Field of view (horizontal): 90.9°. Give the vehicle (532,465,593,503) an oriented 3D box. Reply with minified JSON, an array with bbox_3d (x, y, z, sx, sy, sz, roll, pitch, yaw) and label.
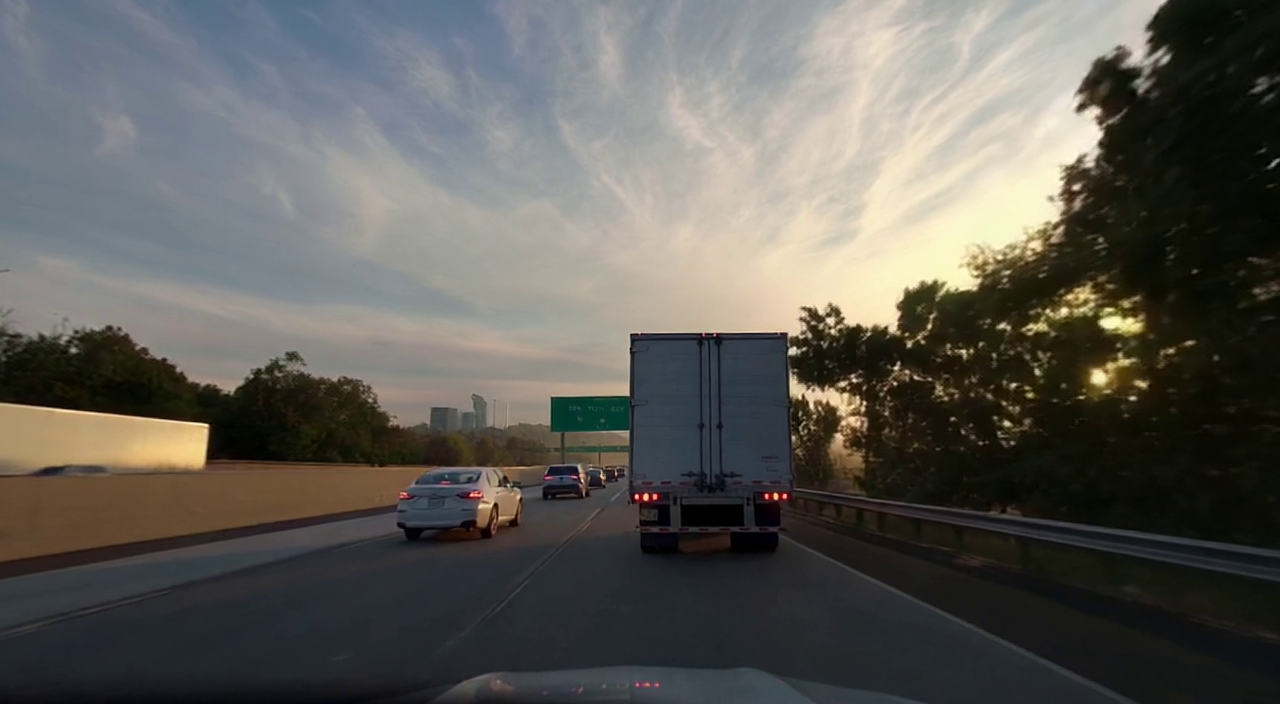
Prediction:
[{"bbox_3d":[-3.319,5.789,27.861,1.964,1.482,4.371,0,-11,2],"label":"vehicle"}]

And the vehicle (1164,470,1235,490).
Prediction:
[{"bbox_3d":[43.691,9.973,49.231,3.974,1.485,1.709,1,-11,-4],"label":"vehicle"}]

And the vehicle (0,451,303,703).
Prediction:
[{"bbox_3d":[-4.237,1.273,3.586,2.043,1.391,4.515,0,-11,1],"label":"vehicle"}]

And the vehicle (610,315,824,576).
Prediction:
[{"bbox_3d":[1.171,2.011,12.934,2.831,3.529,8.689,0,-11,2],"label":"vehicle"}]

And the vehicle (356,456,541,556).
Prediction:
[{"bbox_3d":[-3.366,2.845,12.221,1.983,1.509,4.679,0,-11,2],"label":"vehicle"}]

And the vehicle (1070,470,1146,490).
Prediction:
[{"bbox_3d":[36.468,10.009,49.218,4.299,1.465,1.807,-1,-11,8],"label":"vehicle"}]
